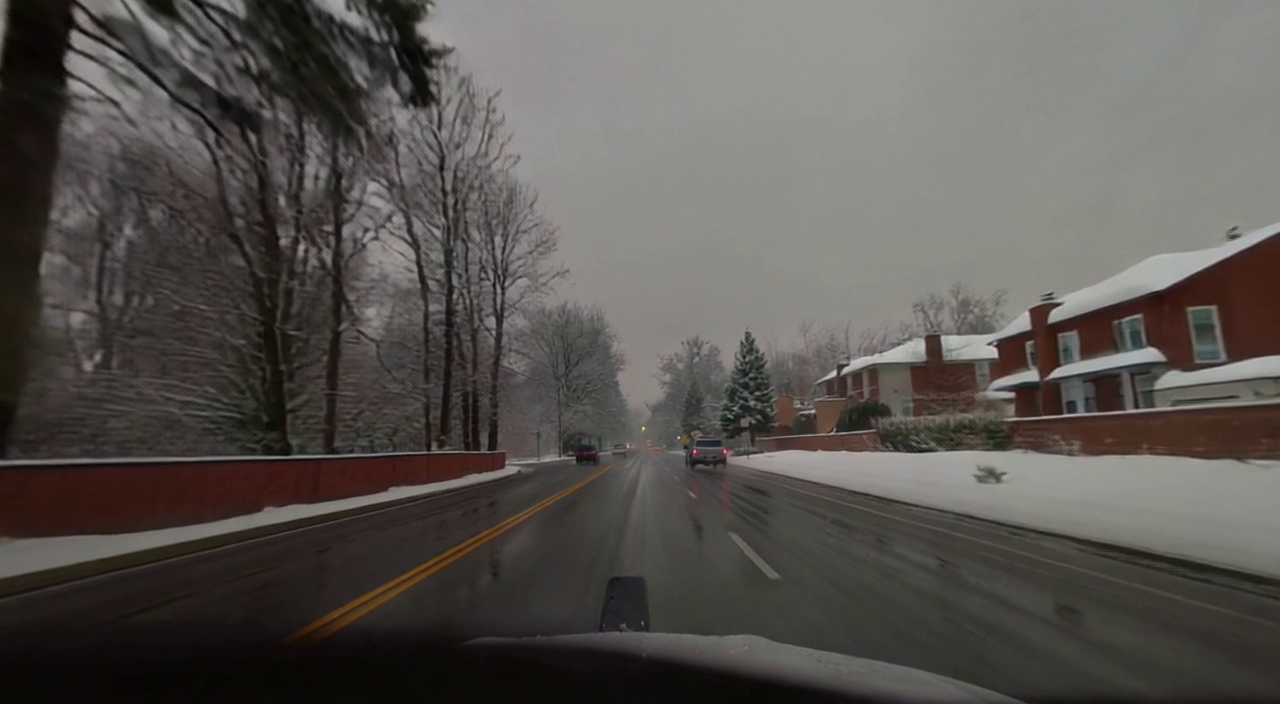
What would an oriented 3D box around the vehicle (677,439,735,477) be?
[{"bbox_3d":[3.117,5.143,30.898,2.321,1.695,5.037,0,-8,1],"label":"vehicle"}]
